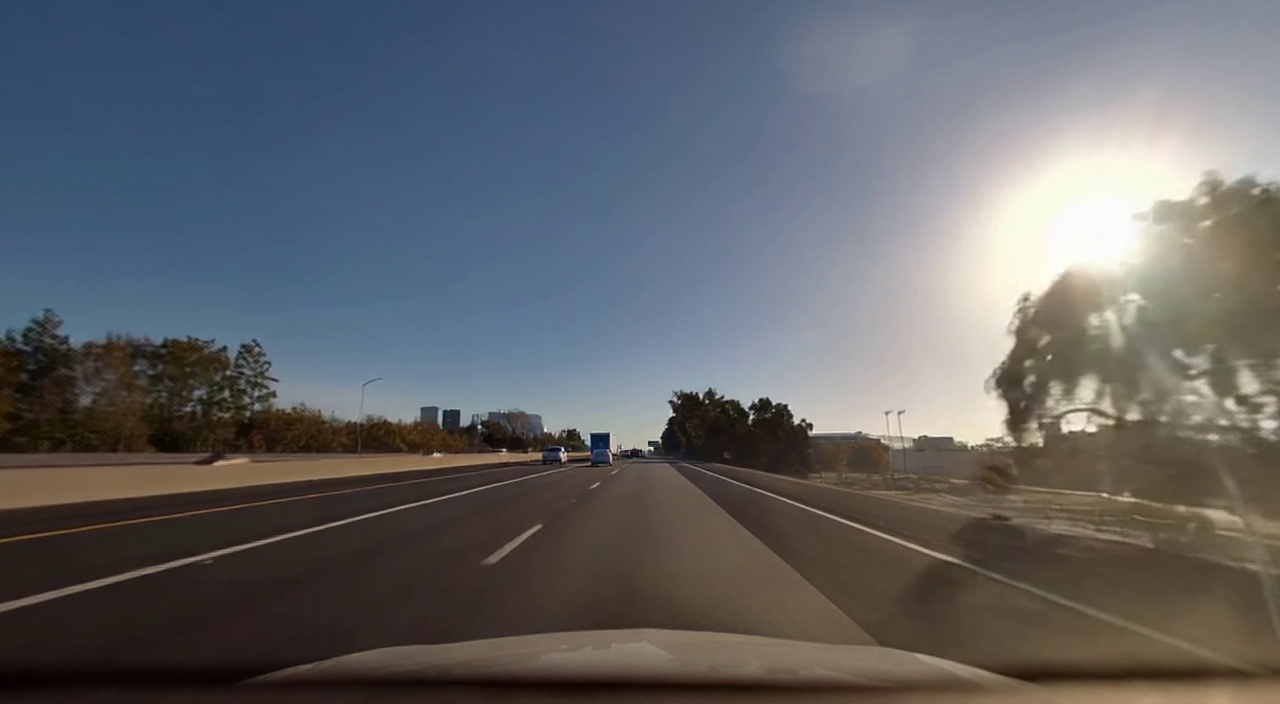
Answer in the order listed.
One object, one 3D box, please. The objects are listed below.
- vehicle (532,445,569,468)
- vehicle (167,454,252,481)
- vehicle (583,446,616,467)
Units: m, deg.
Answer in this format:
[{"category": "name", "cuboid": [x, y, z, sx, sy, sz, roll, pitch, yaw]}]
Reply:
[{"category": "vehicle", "cuboid": [-6.693, 7.860, 47.581, 2.075, 1.646, 4.405, -1, -8, 2]}, {"category": "vehicle", "cuboid": [-26.530, 7.096, 39.085, 1.887, 1.463, 4.733, -1, -8, 1]}, {"category": "vehicle", "cuboid": [-3.171, 8.216, 49.695, 2.184, 1.554, 4.350, -1, -8, 2]}]
